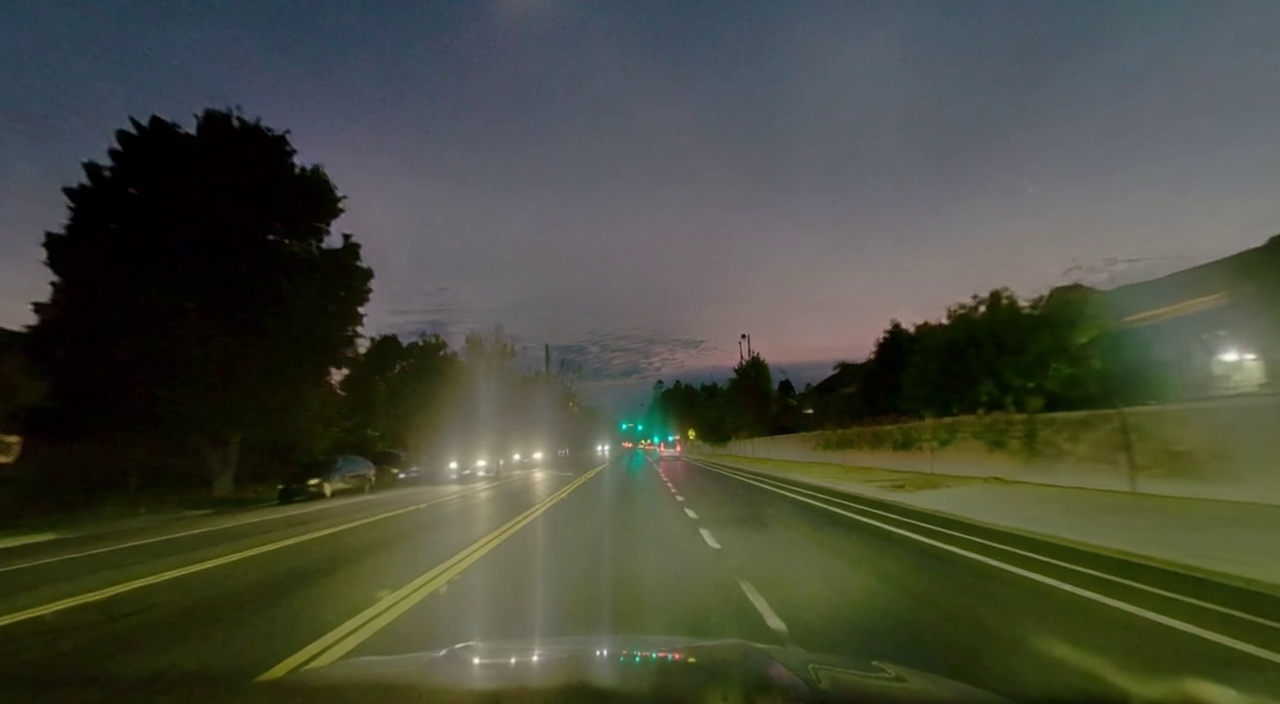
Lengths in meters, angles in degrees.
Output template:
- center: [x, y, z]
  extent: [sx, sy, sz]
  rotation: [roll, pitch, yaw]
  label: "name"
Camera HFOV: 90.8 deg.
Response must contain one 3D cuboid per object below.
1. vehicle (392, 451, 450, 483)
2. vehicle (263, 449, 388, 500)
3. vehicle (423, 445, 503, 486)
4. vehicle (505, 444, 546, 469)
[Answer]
- center: [-12.516, 6.590, 36.394]
  extent: [1.969, 1.613, 4.129]
  rotation: [-3, -9, -1]
  label: "vehicle"
- center: [-12.344, 4.832, 25.379]
  extent: [2.094, 1.797, 5.655]
  rotation: [0, -9, 0]
  label: "vehicle"
- center: [-7.227, 4.658, 26.297]
  extent: [2.004, 1.508, 4.525]
  rotation: [0, -9, 0]
  label: "vehicle"
- center: [-8.253, 7.553, 46.006]
  extent: [2.053, 1.713, 4.618]
  rotation: [0, -9, 1]
  label: "vehicle"
